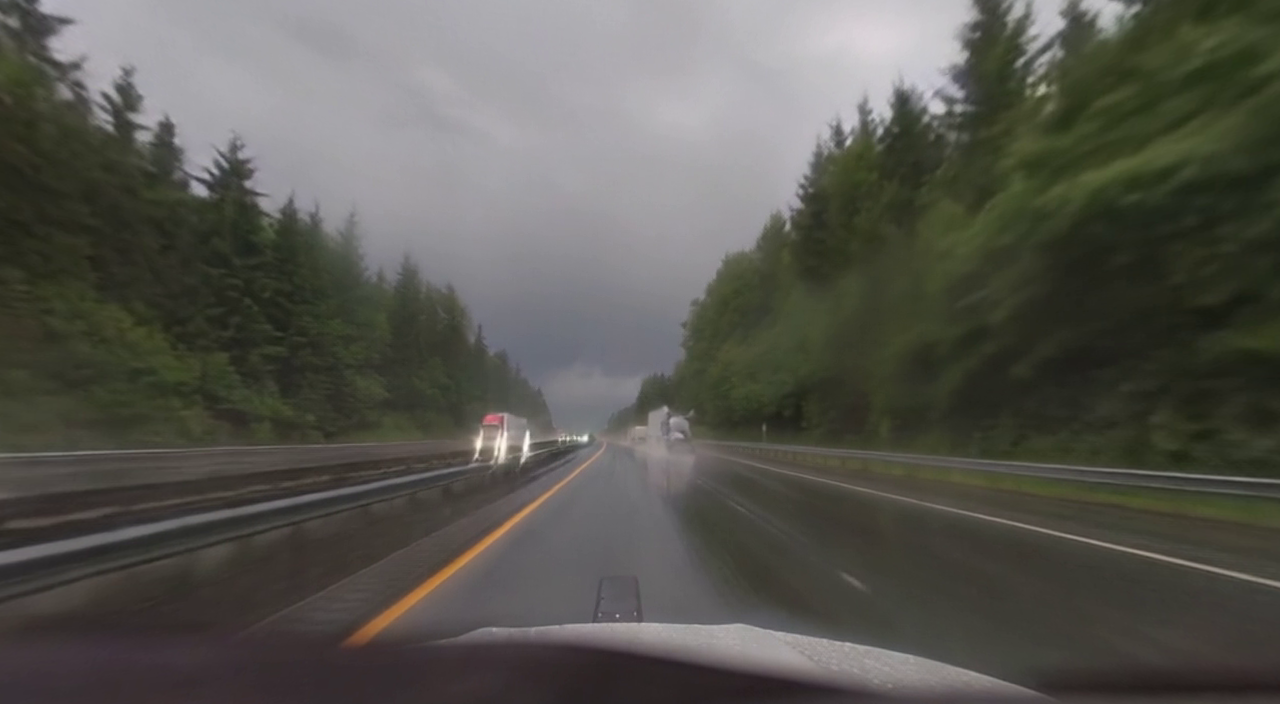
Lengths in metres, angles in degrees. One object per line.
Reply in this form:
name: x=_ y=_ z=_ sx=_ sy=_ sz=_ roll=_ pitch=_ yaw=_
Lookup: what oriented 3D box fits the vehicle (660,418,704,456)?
vehicle: x=3.148 y=6.601 z=49.159 sx=2.741 sy=2.716 sz=6.323 roll=0 pitch=-8 yaw=-3
